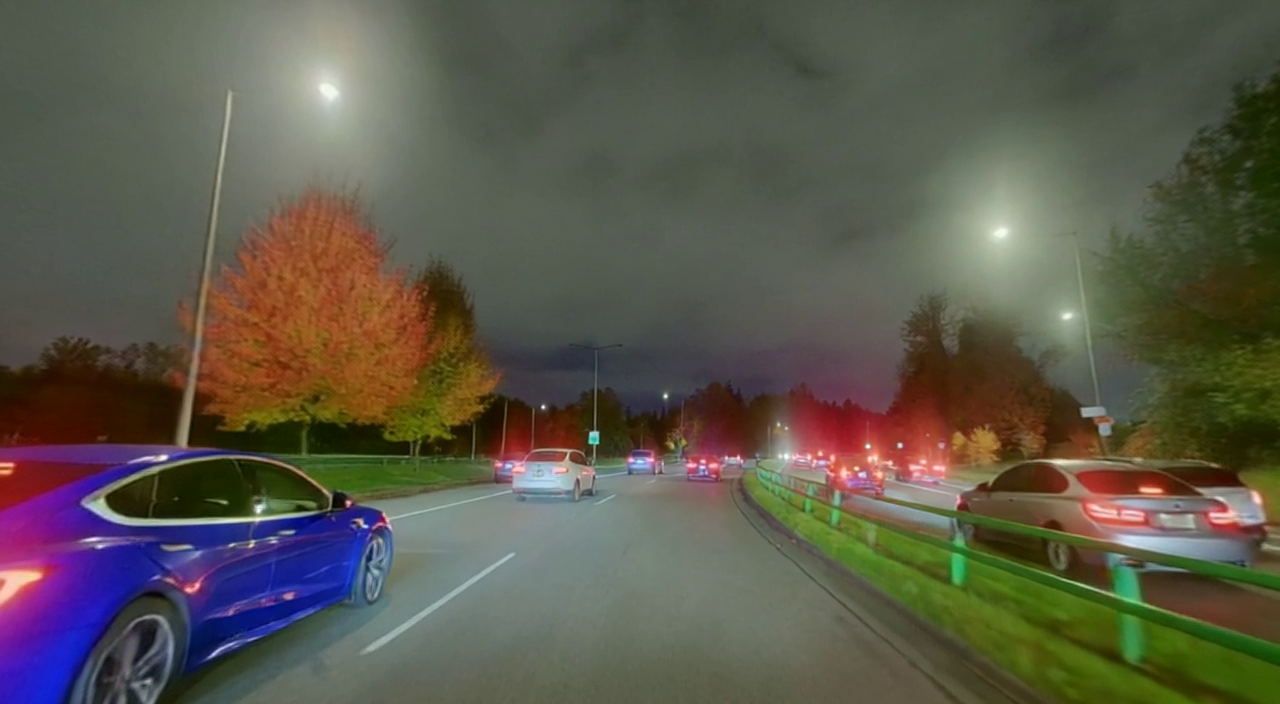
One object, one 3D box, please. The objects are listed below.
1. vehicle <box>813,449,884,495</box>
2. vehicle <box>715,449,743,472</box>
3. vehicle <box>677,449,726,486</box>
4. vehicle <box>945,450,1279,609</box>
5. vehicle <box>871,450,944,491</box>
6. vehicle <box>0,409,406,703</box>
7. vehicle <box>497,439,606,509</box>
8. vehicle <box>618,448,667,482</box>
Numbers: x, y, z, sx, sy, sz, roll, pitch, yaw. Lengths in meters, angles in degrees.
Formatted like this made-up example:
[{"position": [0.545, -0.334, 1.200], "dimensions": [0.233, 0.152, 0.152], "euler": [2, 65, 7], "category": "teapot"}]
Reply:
[{"position": [8.237, 4.727, 25.240], "dimensions": [1.768, 1.634, 4.064], "euler": [0, -9, 6], "category": "vehicle"}, {"position": [7.015, 8.453, 49.195], "dimensions": [1.977, 1.704, 3.841], "euler": [-1, -9, 11], "category": "vehicle"}, {"position": [2.876, 5.194, 28.744], "dimensions": [2.015, 1.506, 4.276], "euler": [-1, -9, 9], "category": "vehicle"}, {"position": [6.235, 2.122, 8.632], "dimensions": [1.869, 1.516, 4.753], "euler": [0, -9, 2], "category": "vehicle"}, {"position": [13.073, 5.788, 31.147], "dimensions": [2.121, 1.777, 4.755], "euler": [-1, -9, 8], "category": "vehicle"}, {"position": [-3.309, 1.202, 3.915], "dimensions": [1.921, 1.503, 4.317], "euler": [0, -9, 2], "category": "vehicle"}, {"position": [-2.302, 3.331, 17.705], "dimensions": [1.979, 1.663, 4.513], "euler": [0, -9, 6], "category": "vehicle"}, {"position": [0.214, 5.949, 33.537], "dimensions": [1.930, 1.635, 4.260], "euler": [-1, -9, 9], "category": "vehicle"}]
